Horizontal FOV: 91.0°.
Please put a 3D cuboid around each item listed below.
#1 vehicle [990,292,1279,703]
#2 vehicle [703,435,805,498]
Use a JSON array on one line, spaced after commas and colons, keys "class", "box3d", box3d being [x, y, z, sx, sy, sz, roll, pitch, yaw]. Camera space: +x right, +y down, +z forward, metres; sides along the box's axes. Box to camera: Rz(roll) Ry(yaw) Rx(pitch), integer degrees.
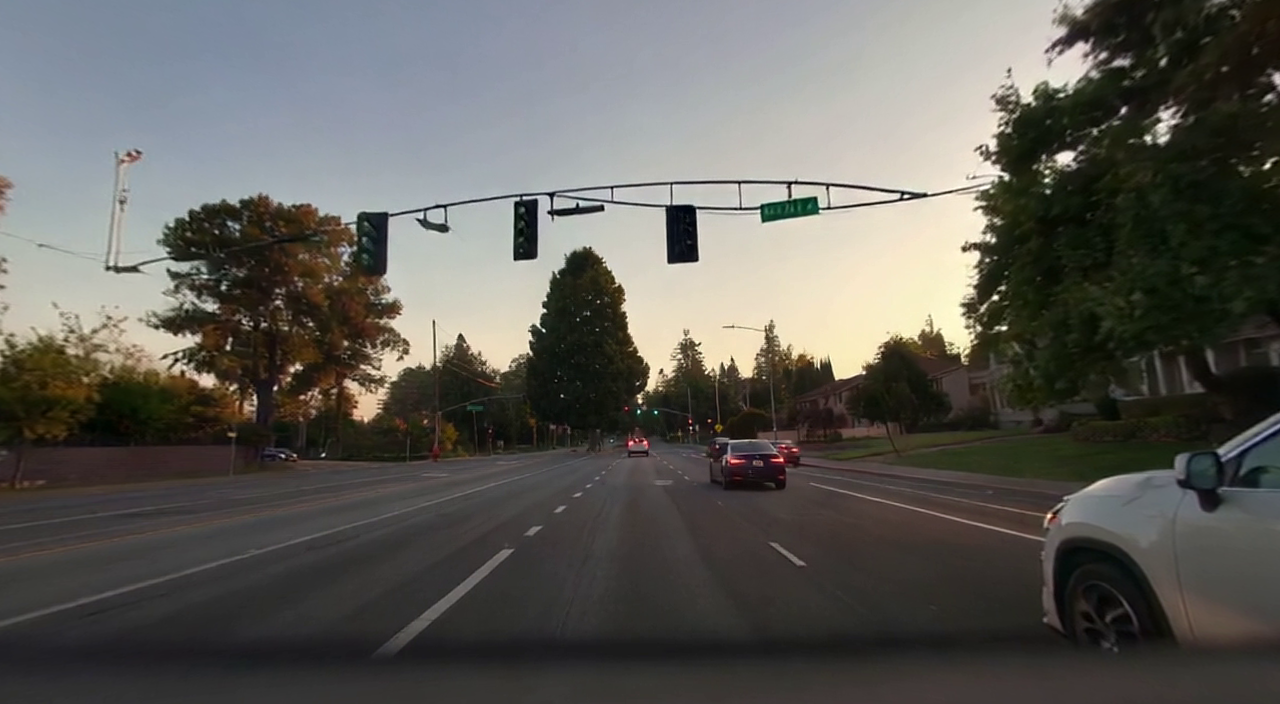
[{"class": "vehicle", "box3d": [3.062, 0.586, 1.205, 2.129, 1.761, 4.610, 0, -9, 0]}, {"class": "vehicle", "box3d": [2.910, 3.021, 16.990, 1.889, 1.451, 4.180, 0, -9, -1]}]
